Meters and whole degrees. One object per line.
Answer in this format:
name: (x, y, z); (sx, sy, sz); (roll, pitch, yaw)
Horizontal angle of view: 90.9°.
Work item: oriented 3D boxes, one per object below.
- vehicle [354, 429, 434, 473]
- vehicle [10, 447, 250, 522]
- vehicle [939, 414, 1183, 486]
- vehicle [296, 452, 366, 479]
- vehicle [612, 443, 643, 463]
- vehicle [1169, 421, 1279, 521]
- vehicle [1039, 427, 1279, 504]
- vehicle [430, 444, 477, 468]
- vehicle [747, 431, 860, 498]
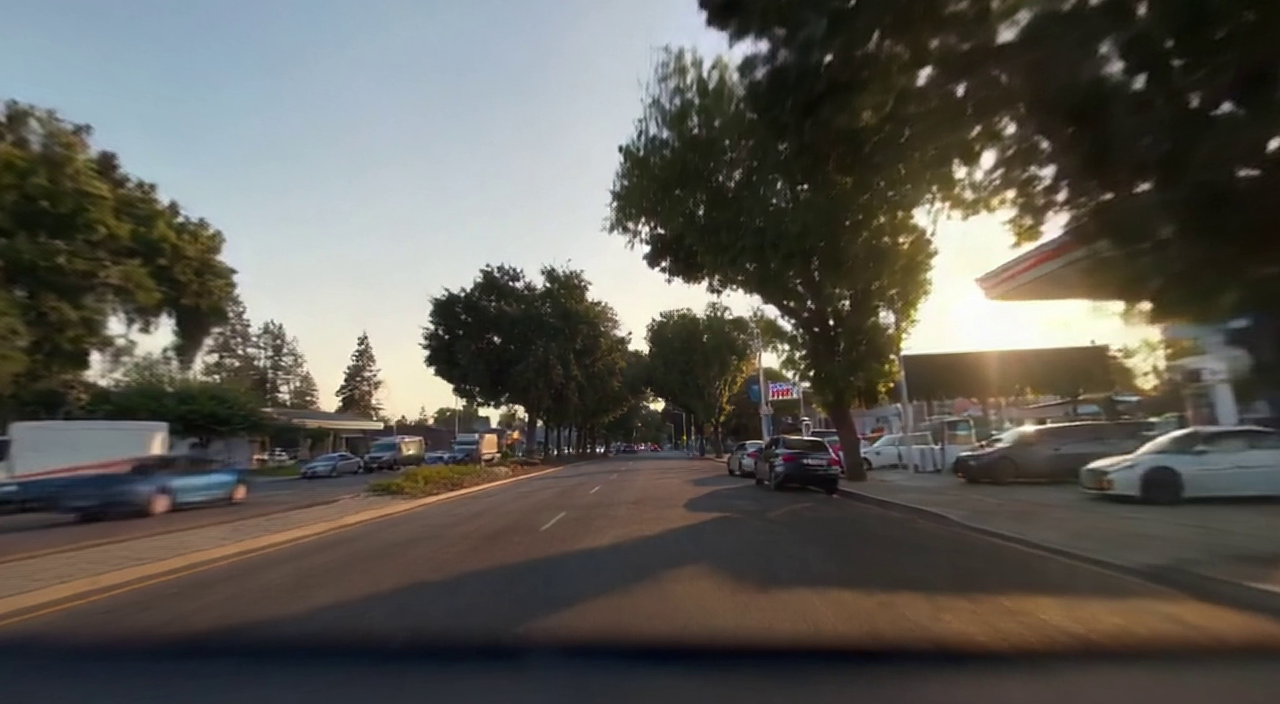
vehicle: (-18.051, 7.322, 46.859); (2.837, 2.953, 7.214); (-1, -9, 2)
vehicle: (-11.200, 2.895, 14.349); (1.801, 1.407, 4.270); (-1, -9, 2)
vehicle: (11.981, 2.834, 18.323); (5.404, 1.914, 2.159); (-1, -9, 4)
vehicle: (-18.348, 6.720, 37.692); (1.817, 1.460, 4.524); (0, -9, 1)
vehicle: (-0.904, 7.561, 47.175); (1.959, 1.406, 4.272); (-1, -9, 3)
vehicle: (11.863, 1.914, 10.410); (4.435, 1.491, 1.882); (-1, -8, 2)
vehicle: (11.116, 2.322, 13.090); (4.328, 1.455, 1.884); (-1, -9, 1)
vehicle: (-13.660, 7.618, 46.418); (1.977, 1.619, 4.612); (-1, -9, 1)
vehicle: (4.623, 3.252, 18.594); (2.179, 1.709, 4.512); (0, -9, 1)
